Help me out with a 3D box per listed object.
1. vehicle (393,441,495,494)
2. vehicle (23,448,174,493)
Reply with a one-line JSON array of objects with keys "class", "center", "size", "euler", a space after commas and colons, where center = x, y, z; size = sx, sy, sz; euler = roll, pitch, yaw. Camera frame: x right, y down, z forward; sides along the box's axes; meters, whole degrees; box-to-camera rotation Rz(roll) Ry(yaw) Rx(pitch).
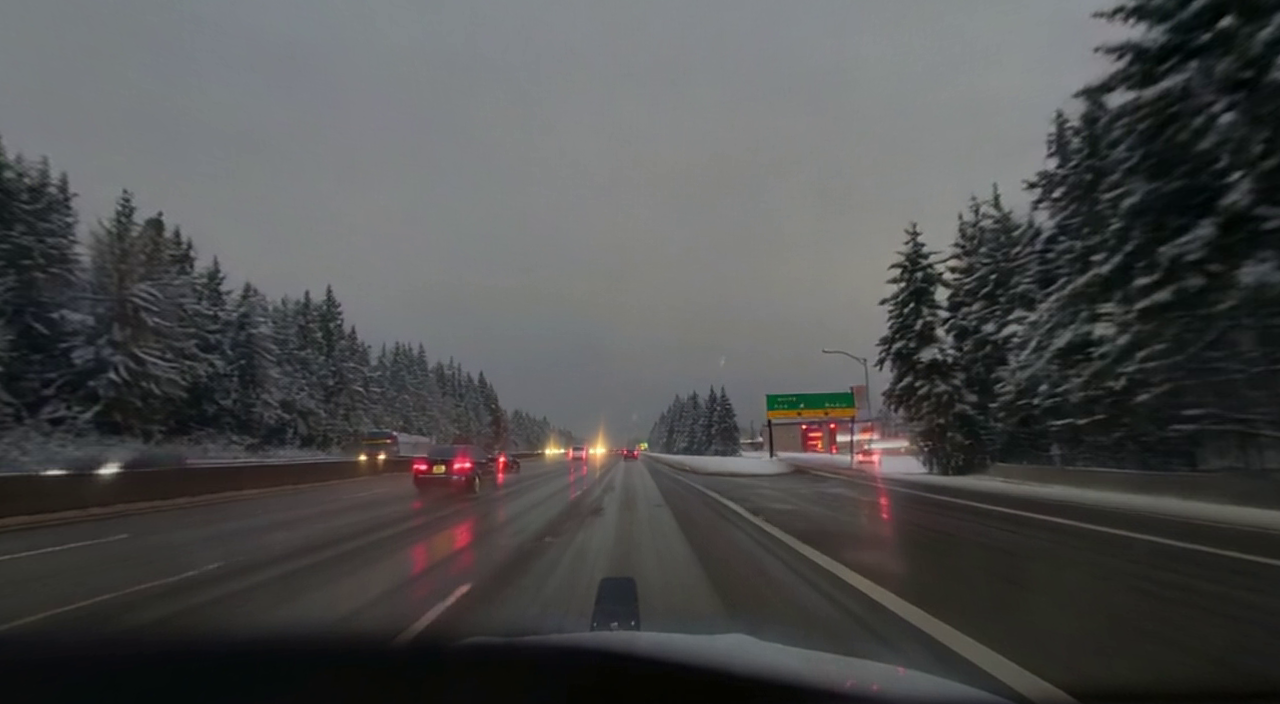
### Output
[{"class": "vehicle", "center": [-6.716, 3.998, 22.247], "size": [2.016, 1.606, 4.806], "euler": [0, -9, 0]}, {"class": "vehicle", "center": [-22.437, 4.885, 26.500], "size": [2.100, 1.681, 4.761], "euler": [0, -9, -1]}]
